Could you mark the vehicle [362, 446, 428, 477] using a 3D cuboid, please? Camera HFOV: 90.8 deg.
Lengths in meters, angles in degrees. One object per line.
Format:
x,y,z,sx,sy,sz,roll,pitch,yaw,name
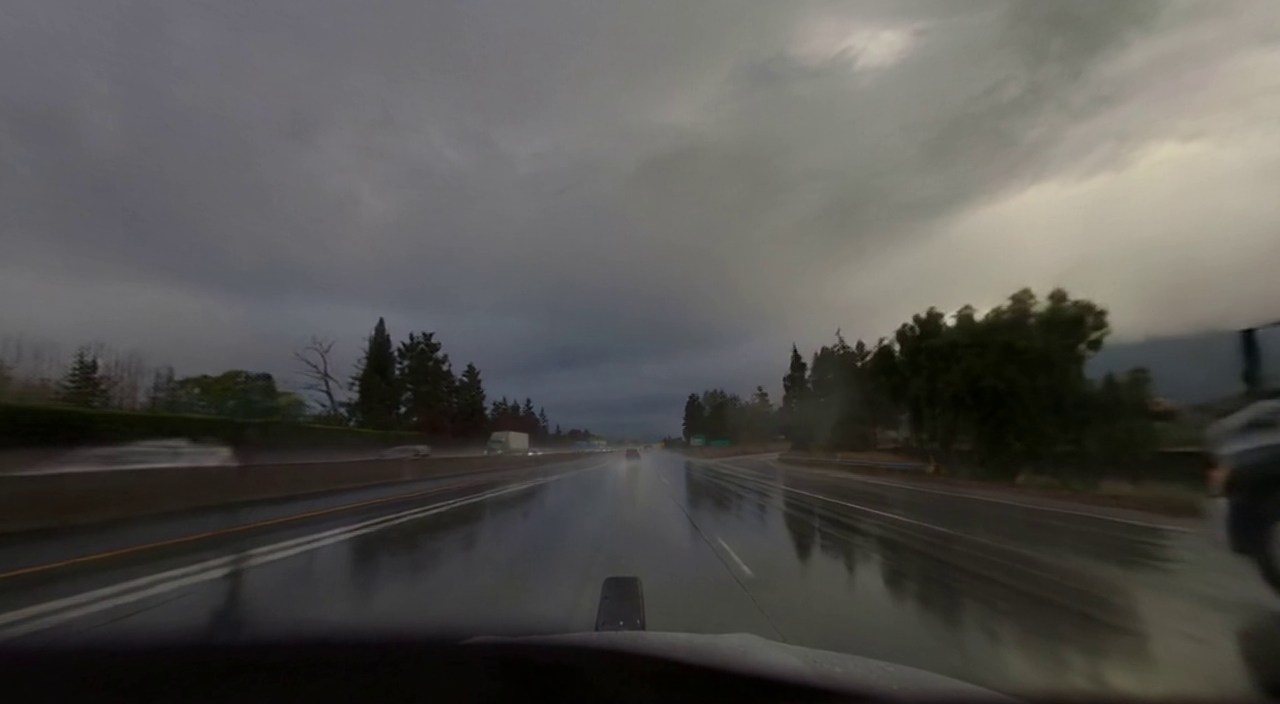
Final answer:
-15.401,6.879,40.024,2.108,1.829,4.841,0,-9,1,vehicle
